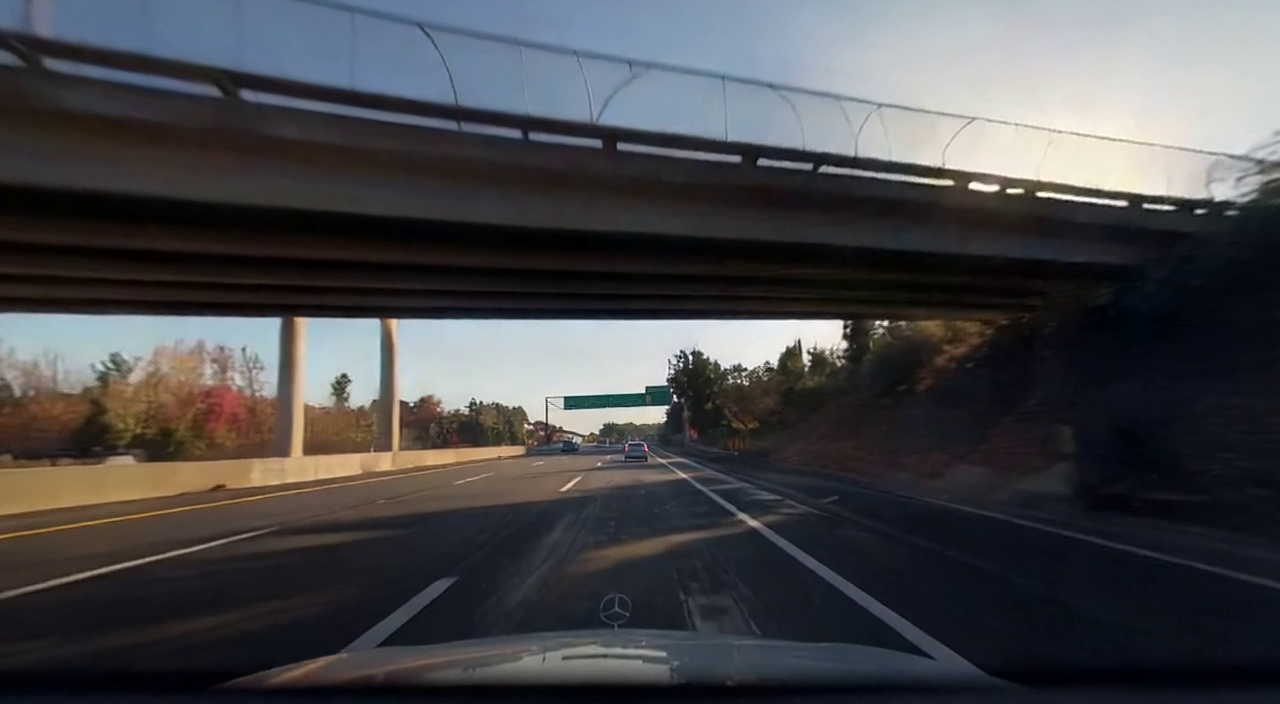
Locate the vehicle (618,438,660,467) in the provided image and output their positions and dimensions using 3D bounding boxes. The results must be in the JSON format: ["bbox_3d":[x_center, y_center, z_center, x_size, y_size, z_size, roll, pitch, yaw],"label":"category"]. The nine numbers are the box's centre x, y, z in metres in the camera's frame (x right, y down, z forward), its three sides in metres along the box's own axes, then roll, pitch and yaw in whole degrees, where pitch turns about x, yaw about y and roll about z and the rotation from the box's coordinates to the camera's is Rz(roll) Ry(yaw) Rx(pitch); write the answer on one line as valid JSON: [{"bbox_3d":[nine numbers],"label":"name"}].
[{"bbox_3d":[-0.089,5.264,33.214,2.072,1.440,3.690,0,-8,-1],"label":"vehicle"}]

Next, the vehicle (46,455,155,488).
[{"bbox_3d":[-27.873,6.162,32.716,1.832,1.446,4.330,0,-8,0],"label":"vehicle"}]
